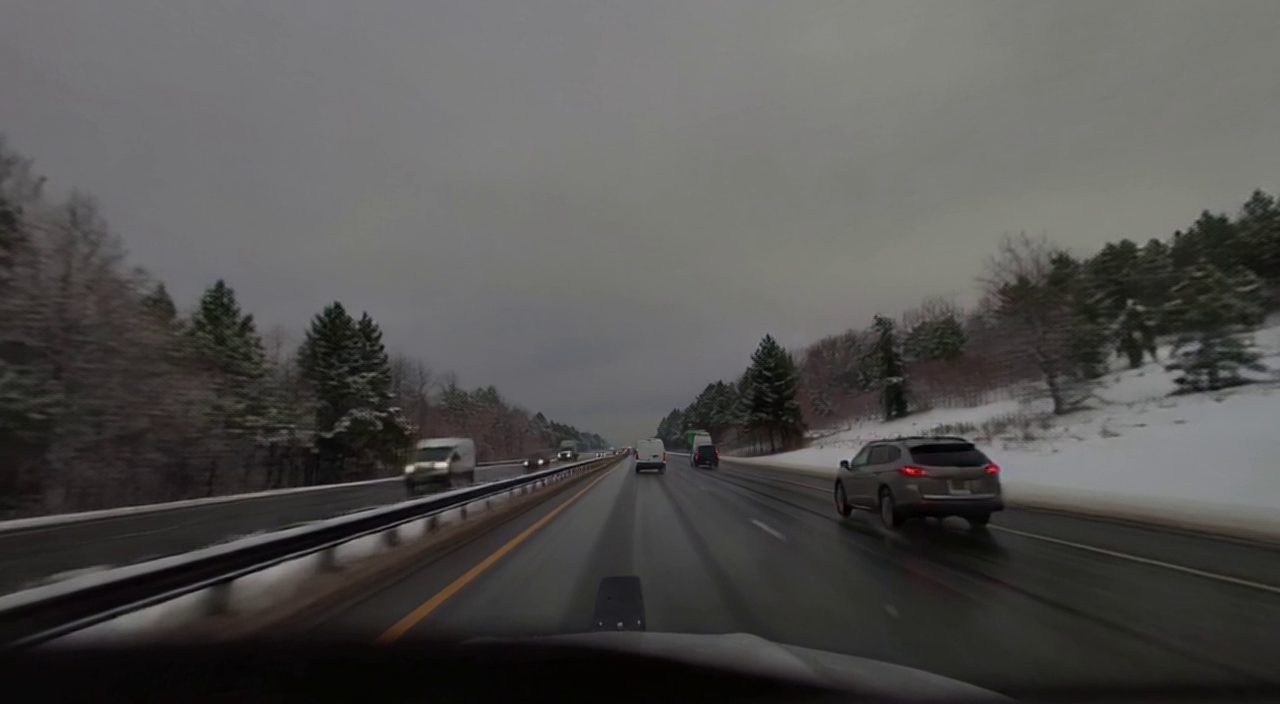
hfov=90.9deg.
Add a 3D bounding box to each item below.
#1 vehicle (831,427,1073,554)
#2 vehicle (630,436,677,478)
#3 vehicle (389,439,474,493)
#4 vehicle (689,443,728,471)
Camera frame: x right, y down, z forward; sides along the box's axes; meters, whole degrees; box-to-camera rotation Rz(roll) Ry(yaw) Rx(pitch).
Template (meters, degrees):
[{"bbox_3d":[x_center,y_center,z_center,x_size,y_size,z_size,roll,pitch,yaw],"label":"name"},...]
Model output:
[{"bbox_3d":[4.436,1.998,9.675,1.868,1.566,3.509,0,-9,0],"label":"vehicle"},{"bbox_3d":[0.648,5.203,31.280,2.143,1.925,4.101,0,-9,0],"label":"vehicle"},{"bbox_3d":[-8.349,4.600,25.707,1.951,1.990,4.308,0,-9,0],"label":"vehicle"},{"bbox_3d":[4.347,6.784,40.723,1.961,1.689,3.971,0,-9,-1],"label":"vehicle"}]
